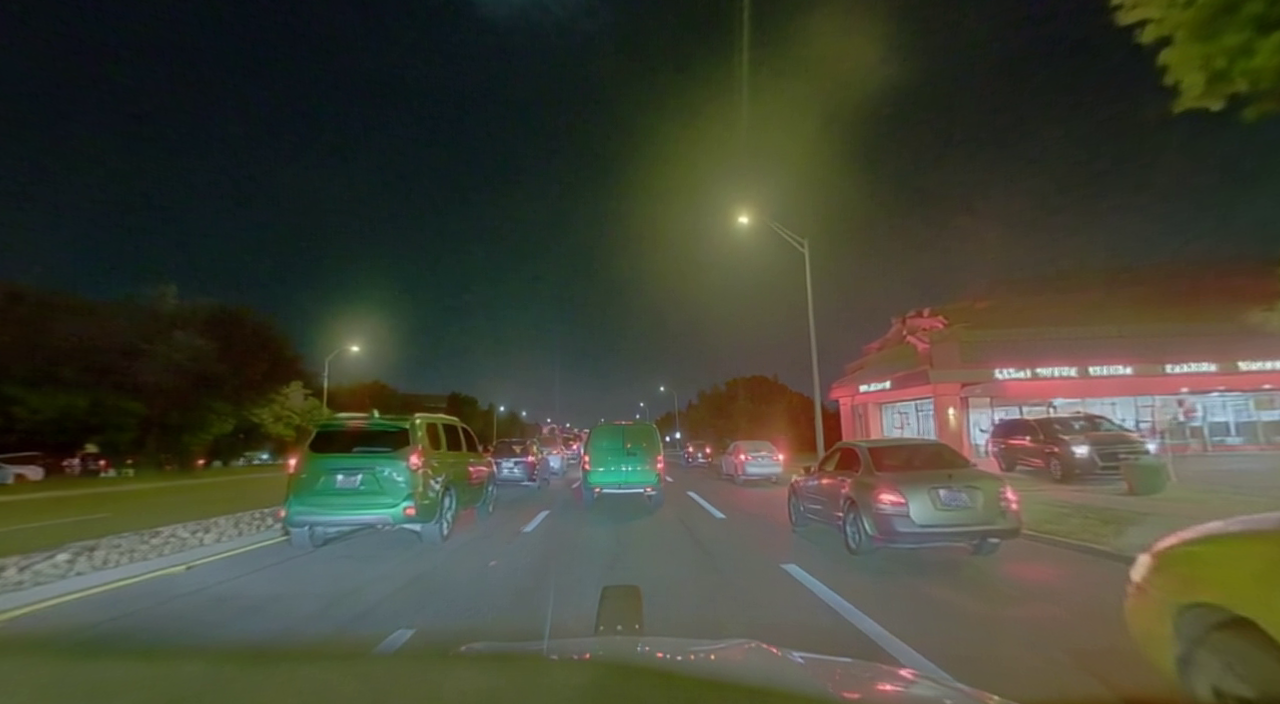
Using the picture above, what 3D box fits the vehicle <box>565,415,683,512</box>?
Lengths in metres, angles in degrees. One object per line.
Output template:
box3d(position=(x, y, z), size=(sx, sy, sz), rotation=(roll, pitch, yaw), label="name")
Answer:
box3d(position=(-0.350, 2.427, 14.116), size=(2.238, 1.825, 4.190), rotation=(0, -9, -1), label="vehicle")

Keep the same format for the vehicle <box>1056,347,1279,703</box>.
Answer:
box3d(position=(3.402, 0.677, 1.346), size=(2.047, 1.671, 4.267), rotation=(0, -9, -1), label="vehicle")

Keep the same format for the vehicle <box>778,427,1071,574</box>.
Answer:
box3d(position=(3.374, 1.835, 8.649), size=(1.900, 1.477, 4.352), rotation=(0, -8, -1), label="vehicle")

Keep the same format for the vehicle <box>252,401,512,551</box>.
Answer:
box3d(position=(-3.650, 1.871, 10.124), size=(2.231, 1.853, 4.461), rotation=(0, -9, 0), label="vehicle")

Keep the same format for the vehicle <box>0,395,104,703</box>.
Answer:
box3d(position=(-3.718, 0.679, 0.850), size=(2.051, 1.522, 4.509), rotation=(0, -9, -1), label="vehicle")

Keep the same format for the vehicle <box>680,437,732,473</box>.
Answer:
box3d(position=(2.974, 4.740, 29.204), size=(1.903, 1.529, 3.649), rotation=(0, -9, -2), label="vehicle")

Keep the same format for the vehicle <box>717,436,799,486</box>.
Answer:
box3d(position=(3.861, 3.643, 21.466), size=(1.875, 1.521, 4.192), rotation=(0, -9, -1), label="vehicle")
